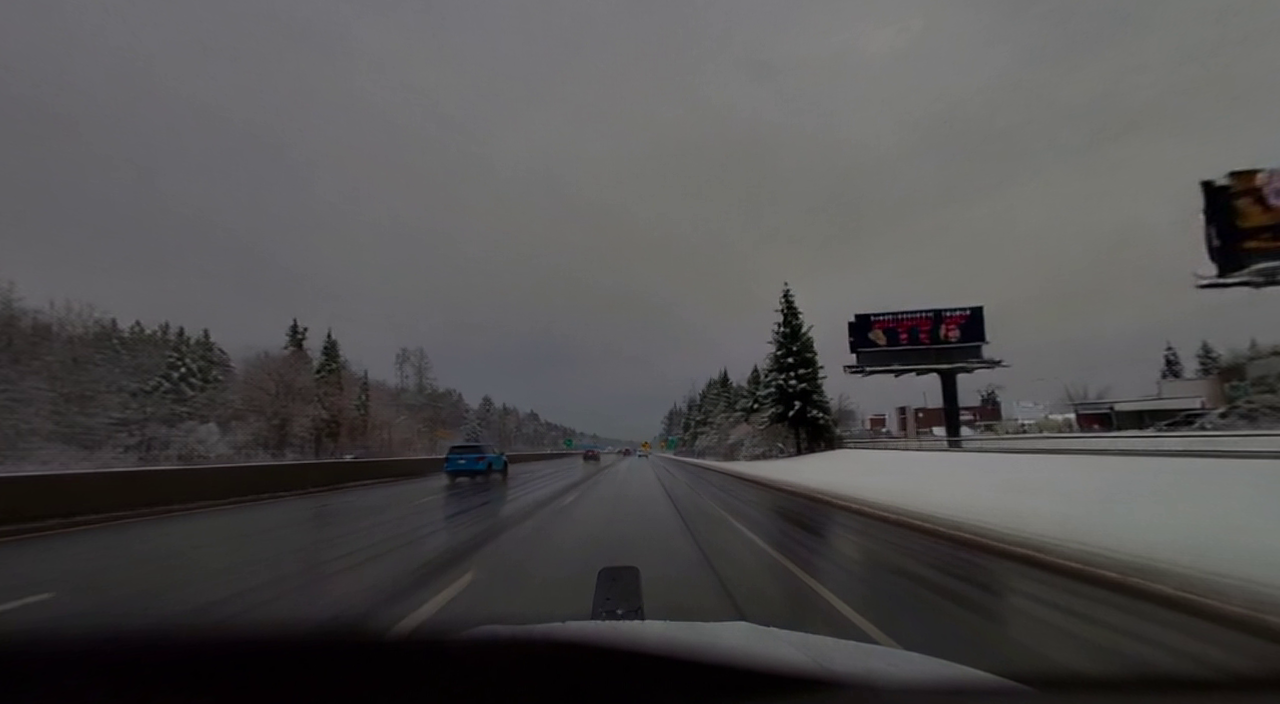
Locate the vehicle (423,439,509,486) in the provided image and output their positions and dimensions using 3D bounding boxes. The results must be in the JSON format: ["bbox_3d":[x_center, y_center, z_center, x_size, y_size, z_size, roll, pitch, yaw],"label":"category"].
[{"bbox_3d":[-6.920,4.443,25.648,2.055,1.683,4.804,0,-9,1],"label":"vehicle"}]
